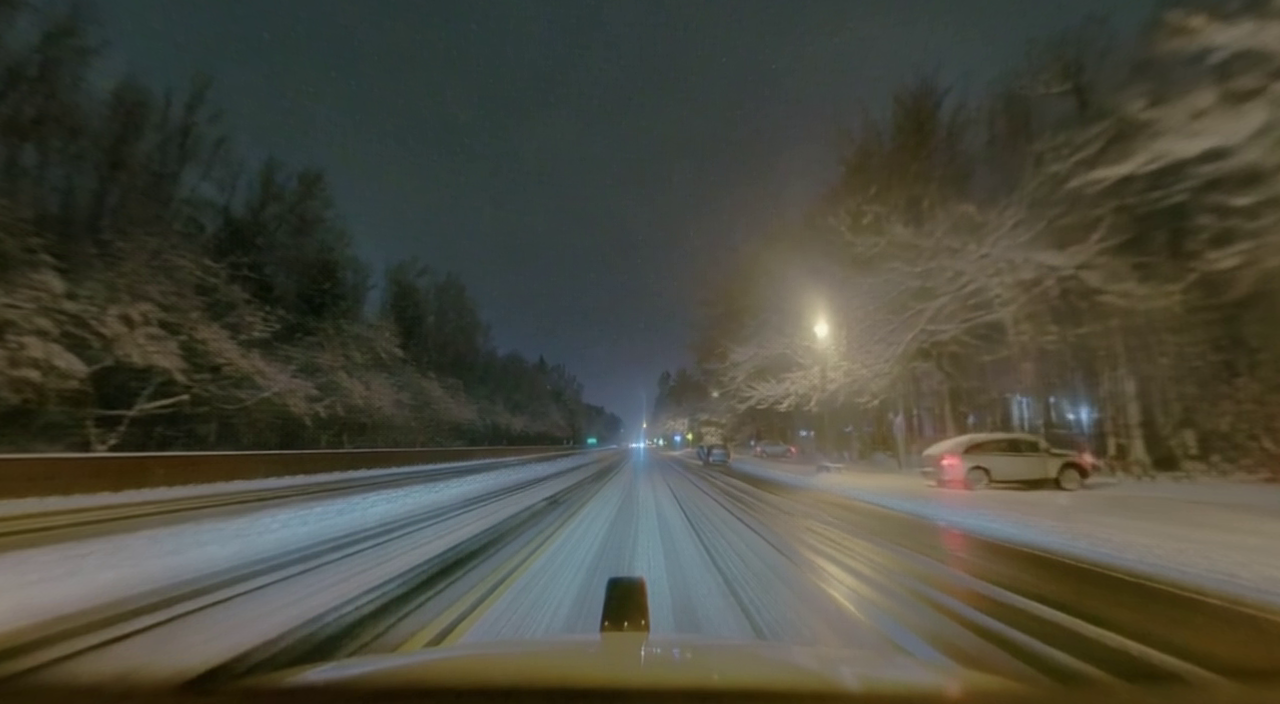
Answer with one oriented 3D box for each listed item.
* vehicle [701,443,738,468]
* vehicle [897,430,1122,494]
[{"bbox_3d":[5.253,6.872,42.108,1.920,1.514,4.746,0,-8,1],"label":"vehicle"},{"bbox_3d":[10.439,3.122,18.143,5.118,1.701,2.175,0,-8,-3],"label":"vehicle"}]
